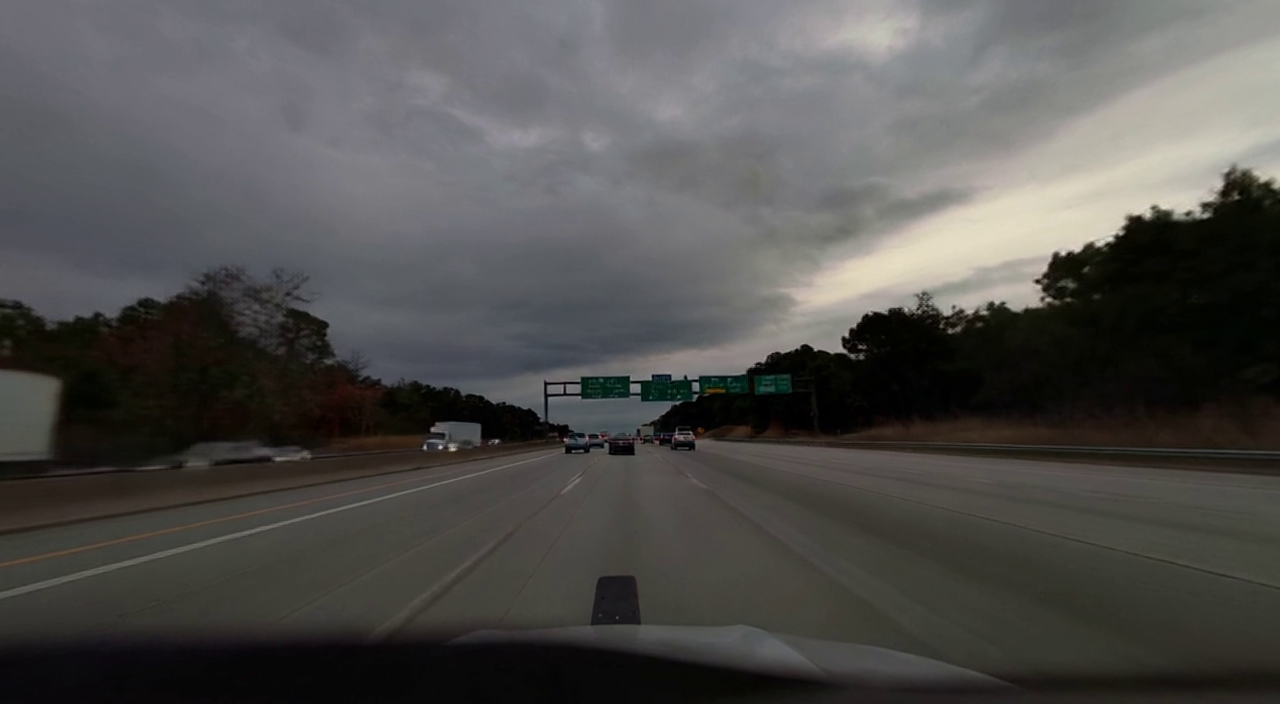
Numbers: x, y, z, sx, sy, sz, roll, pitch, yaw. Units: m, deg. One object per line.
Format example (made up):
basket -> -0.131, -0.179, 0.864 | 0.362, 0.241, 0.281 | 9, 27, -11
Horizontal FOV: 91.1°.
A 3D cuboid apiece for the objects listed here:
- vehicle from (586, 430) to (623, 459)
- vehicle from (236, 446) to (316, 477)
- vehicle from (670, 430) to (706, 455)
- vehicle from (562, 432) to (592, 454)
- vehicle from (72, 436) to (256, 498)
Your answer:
vehicle -> -2.110, 5.519, 37.646 | 2.119, 1.629, 3.946 | 0, -8, -3
vehicle -> -19.322, 5.812, 33.610 | 1.800, 1.501, 3.992 | 0, -8, 1
vehicle -> 3.303, 6.297, 43.960 | 2.066, 1.673, 4.225 | 0, -8, -2
vehicle -> -4.931, 7.157, 49.577 | 2.046, 1.658, 4.008 | 0, -8, -1
vehicle -> -13.468, 3.227, 18.217 | 1.969, 1.572, 4.308 | 0, -8, 0
